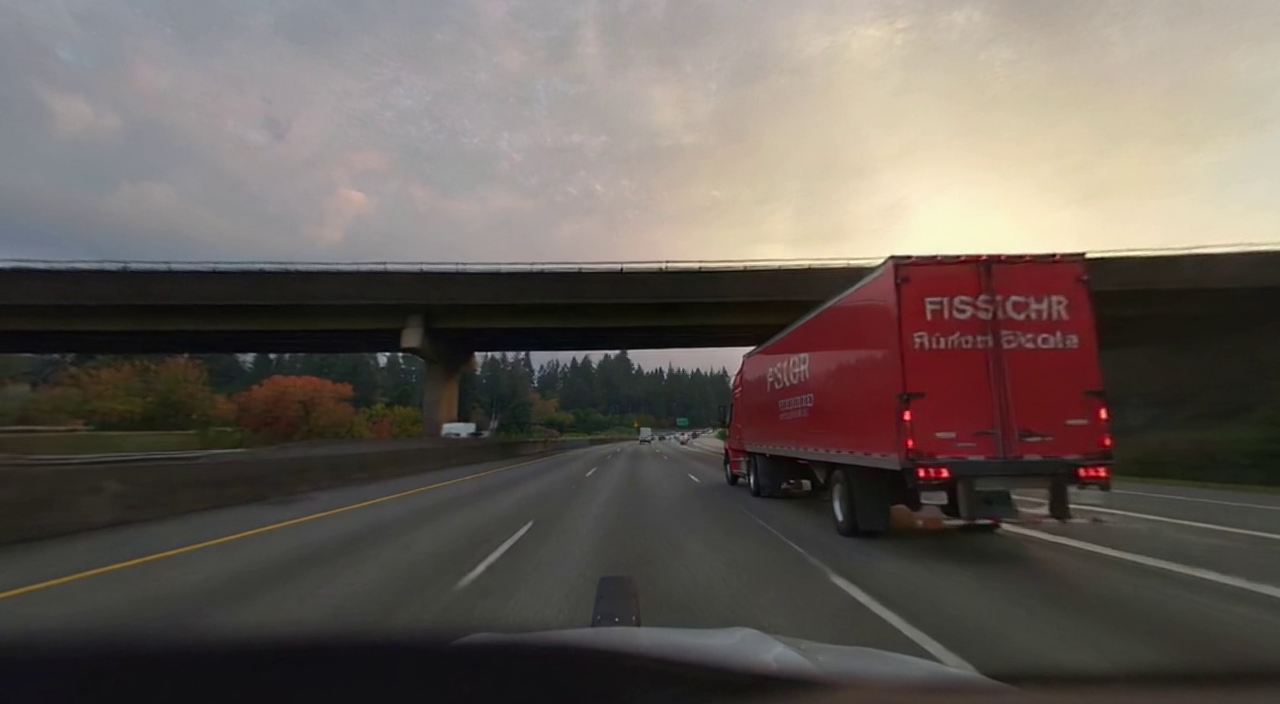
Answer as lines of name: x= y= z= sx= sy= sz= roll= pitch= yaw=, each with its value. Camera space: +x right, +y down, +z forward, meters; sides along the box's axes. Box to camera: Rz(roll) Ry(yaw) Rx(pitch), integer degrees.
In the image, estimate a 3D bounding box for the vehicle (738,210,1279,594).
vehicle: x=4.088 y=1.100 z=11.055 sx=2.849 sy=3.391 sz=11.018 roll=0 pitch=-8 yaw=-1
